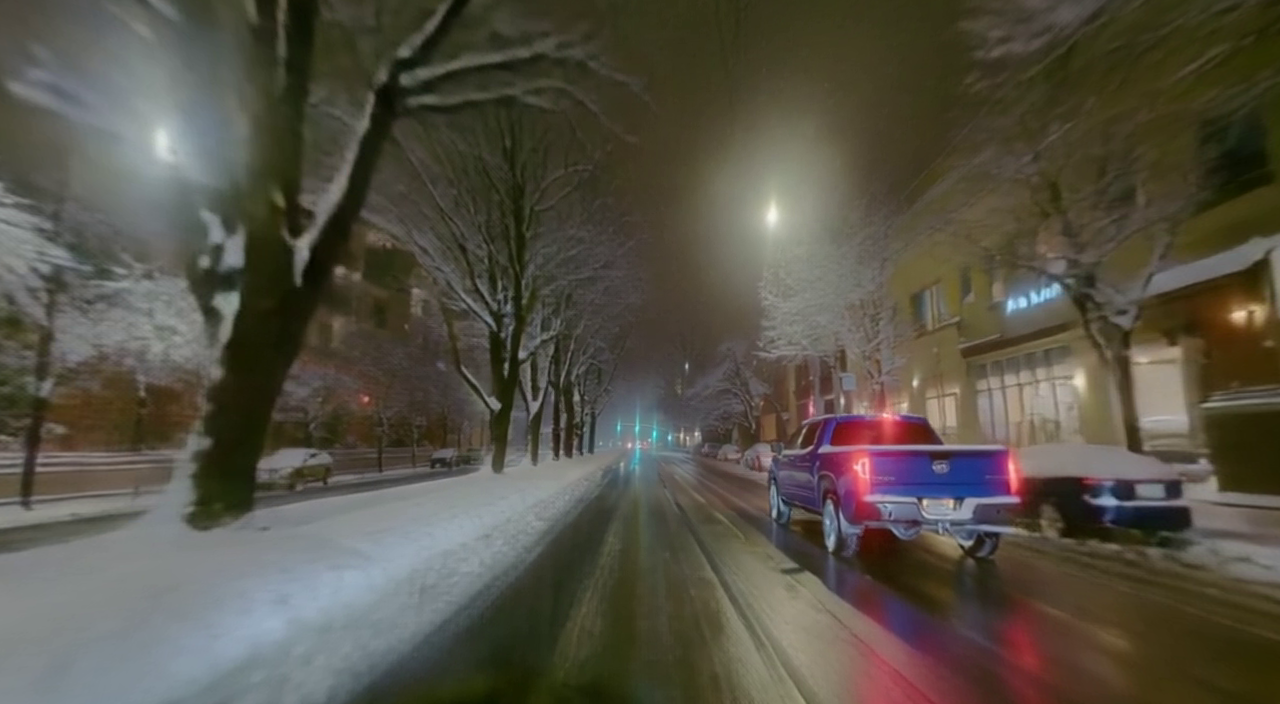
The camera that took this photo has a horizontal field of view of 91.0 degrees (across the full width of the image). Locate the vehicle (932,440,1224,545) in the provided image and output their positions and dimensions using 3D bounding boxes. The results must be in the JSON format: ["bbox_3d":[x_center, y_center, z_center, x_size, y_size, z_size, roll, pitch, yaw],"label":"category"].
[{"bbox_3d":[7.532,2.397,11.571,2.076,1.536,4.423,1,-8,-2],"label":"vehicle"}]

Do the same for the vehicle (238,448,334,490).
[{"bbox_3d":[-15.984,5.245,28.705,1.913,1.734,4.357,1,-9,-2],"label":"vehicle"}]

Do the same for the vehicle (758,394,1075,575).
[{"bbox_3d":[3.333,1.755,9.166,2.085,1.828,5.383,0,-9,-1],"label":"vehicle"}]
